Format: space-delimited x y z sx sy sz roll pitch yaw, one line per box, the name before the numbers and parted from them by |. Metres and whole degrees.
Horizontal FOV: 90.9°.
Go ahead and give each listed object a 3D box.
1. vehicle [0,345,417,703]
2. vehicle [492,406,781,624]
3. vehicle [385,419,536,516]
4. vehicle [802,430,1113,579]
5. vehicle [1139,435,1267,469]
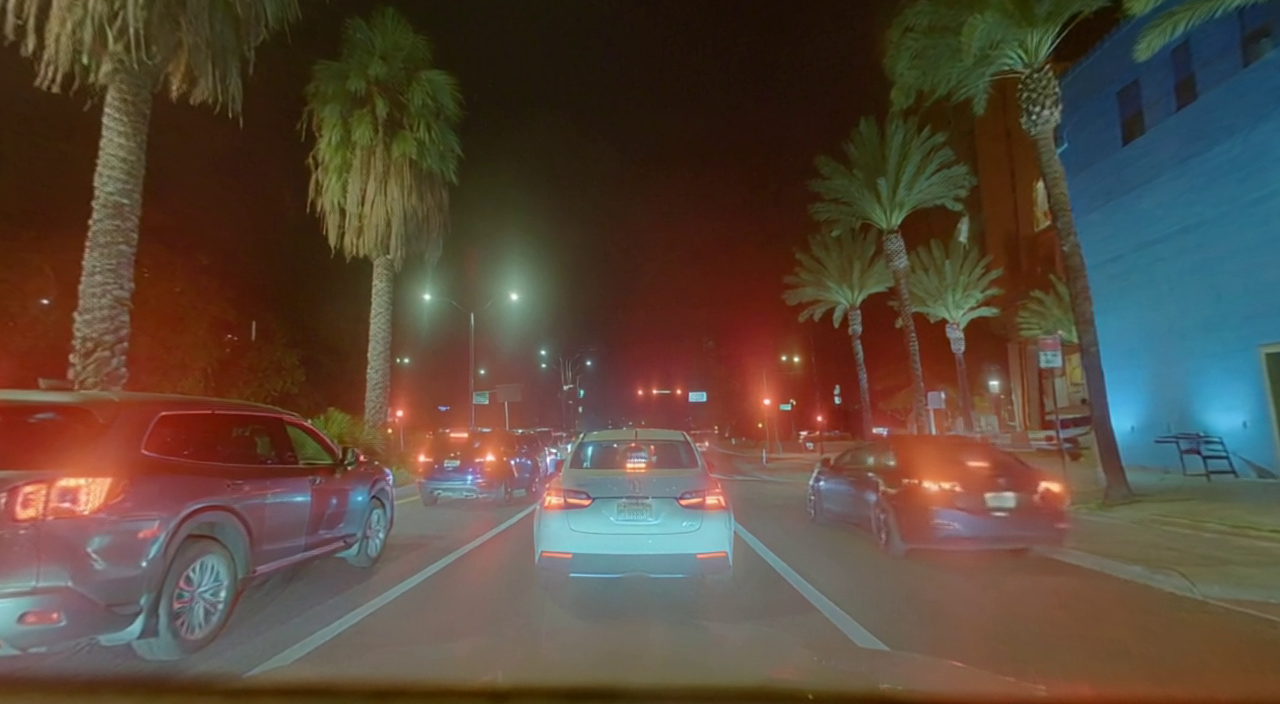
vehicle | -3.540 1.149 5.066 1.914 1.741 4.398 0 -8 -1
vehicle | -0.052 1.518 6.843 2.114 1.585 4.285 0 -8 -1
vehicle | -3.477 2.319 13.078 1.840 1.684 4.041 0 -8 1
vehicle | 3.892 1.927 8.878 1.982 1.480 4.572 2 -8 -1
vehicle | 25.473 4.528 28.640 3.914 1.427 1.779 -2 -8 5
